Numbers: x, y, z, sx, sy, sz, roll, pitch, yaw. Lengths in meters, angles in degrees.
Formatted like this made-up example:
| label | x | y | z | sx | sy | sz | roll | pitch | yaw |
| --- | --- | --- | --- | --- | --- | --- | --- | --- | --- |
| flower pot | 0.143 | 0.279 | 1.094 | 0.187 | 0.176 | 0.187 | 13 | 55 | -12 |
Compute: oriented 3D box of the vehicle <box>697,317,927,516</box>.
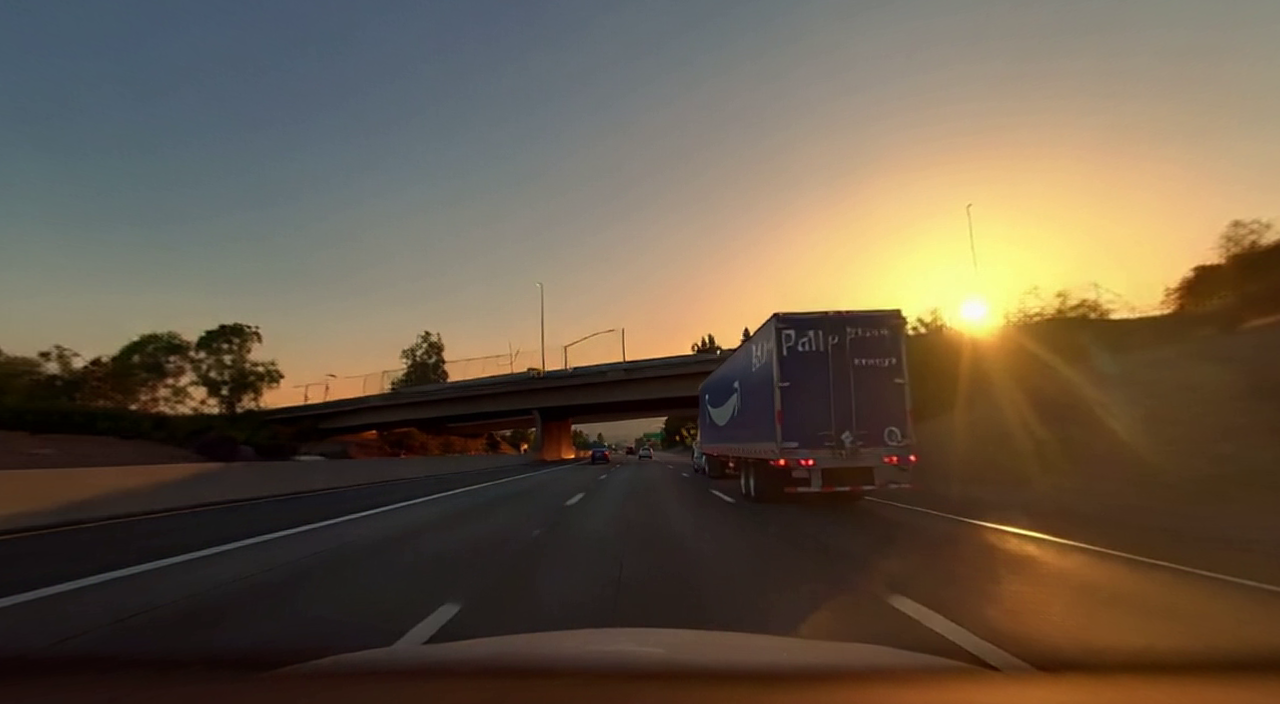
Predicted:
| label | x | y | z | sx | sy | sz | roll | pitch | yaw |
| --- | --- | --- | --- | --- | --- | --- | --- | --- | --- |
| vehicle | 4.207 | 2.534 | 21.230 | 2.928 | 4.021 | 17.190 | 0 | -9 | 0 |
